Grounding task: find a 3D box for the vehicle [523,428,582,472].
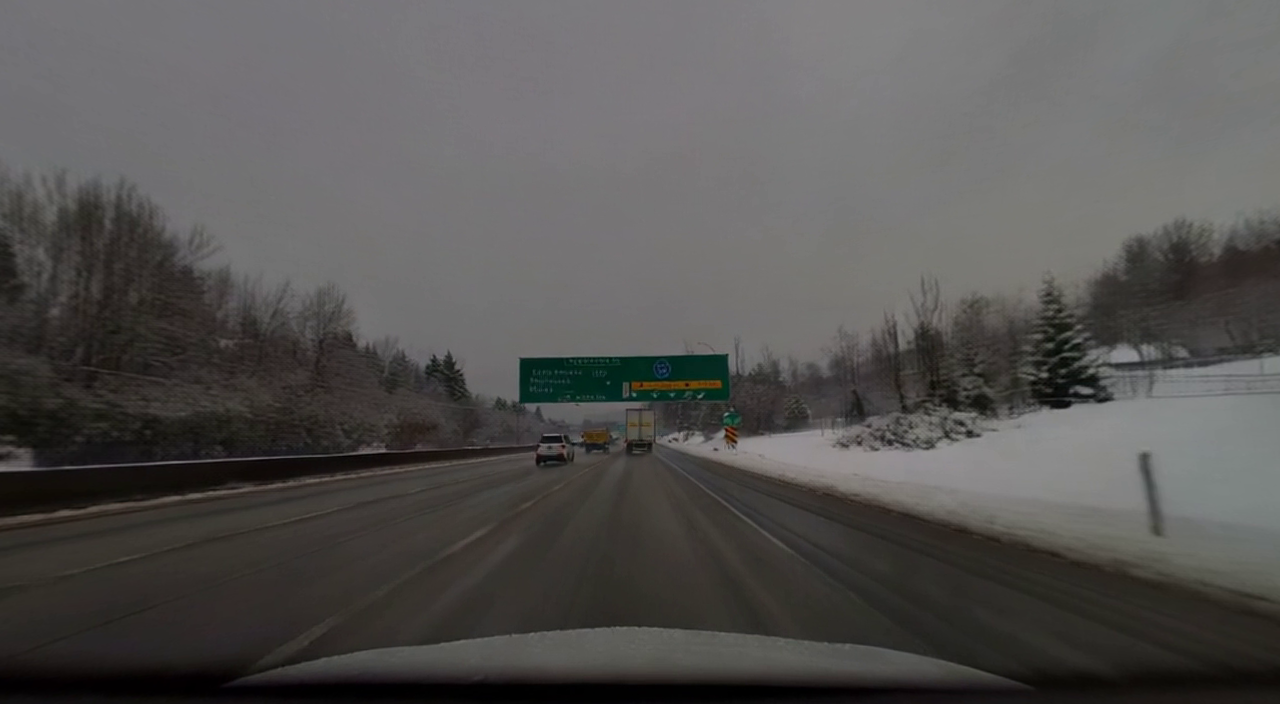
[{"bbox_3d":[-3.991,4.545,29.469,2.127,1.839,4.984,0,-8,-1],"label":"vehicle"}]
